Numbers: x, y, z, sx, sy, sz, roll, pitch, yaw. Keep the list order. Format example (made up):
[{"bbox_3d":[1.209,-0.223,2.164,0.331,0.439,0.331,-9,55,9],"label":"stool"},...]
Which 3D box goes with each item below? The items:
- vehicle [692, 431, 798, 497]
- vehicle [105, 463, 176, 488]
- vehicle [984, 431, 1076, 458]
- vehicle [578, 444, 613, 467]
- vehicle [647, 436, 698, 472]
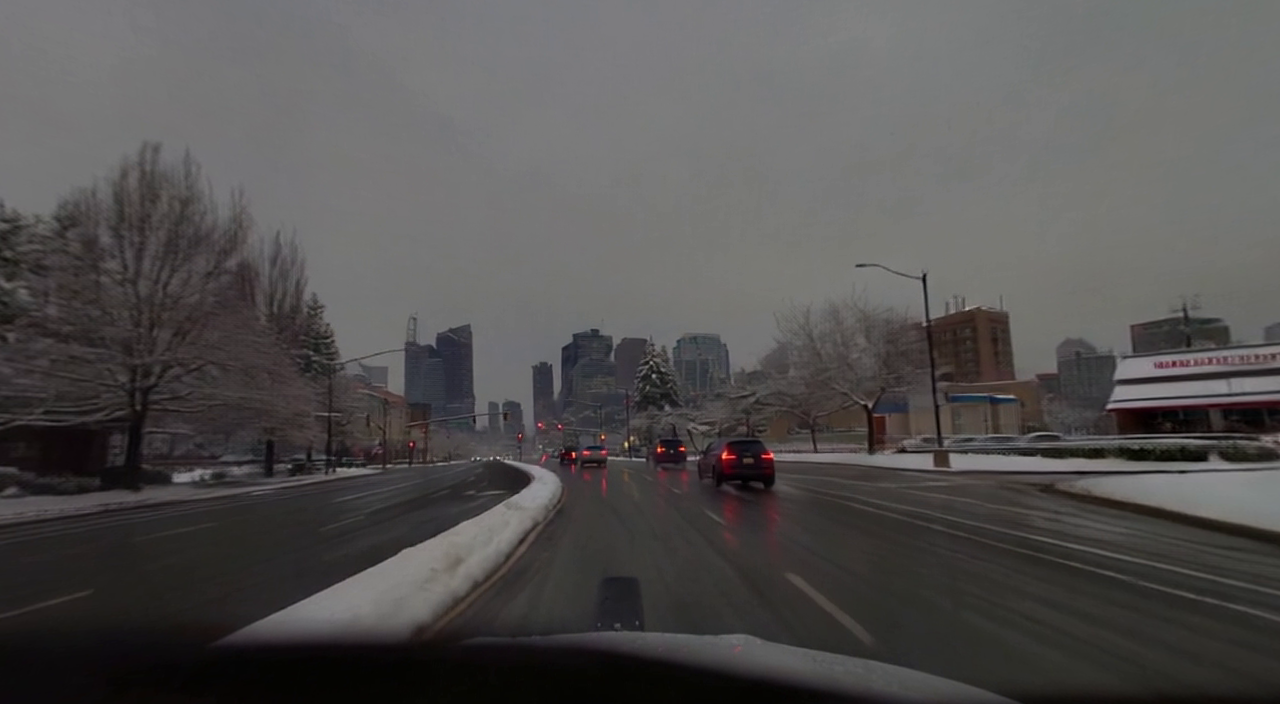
[{"bbox_3d":[2.771,3.056,17.626,1.966,1.596,3.980,1,-9,-5],"label":"vehicle"},{"bbox_3d":[-32.248,7.942,40.914,1.600,1.375,4.319,0,-9,-9],"label":"vehicle"},{"bbox_3d":[26.471,6.287,42.987,4.736,1.755,2.221,0,-8,-3],"label":"vehicle"},{"bbox_3d":[-3.132,7.111,43.628,2.068,1.512,3.987,1,-9,-9],"label":"vehicle"},{"bbox_3d":[1.631,5.367,33.369,2.046,1.768,4.370,1,-9,-6],"label":"vehicle"}]
